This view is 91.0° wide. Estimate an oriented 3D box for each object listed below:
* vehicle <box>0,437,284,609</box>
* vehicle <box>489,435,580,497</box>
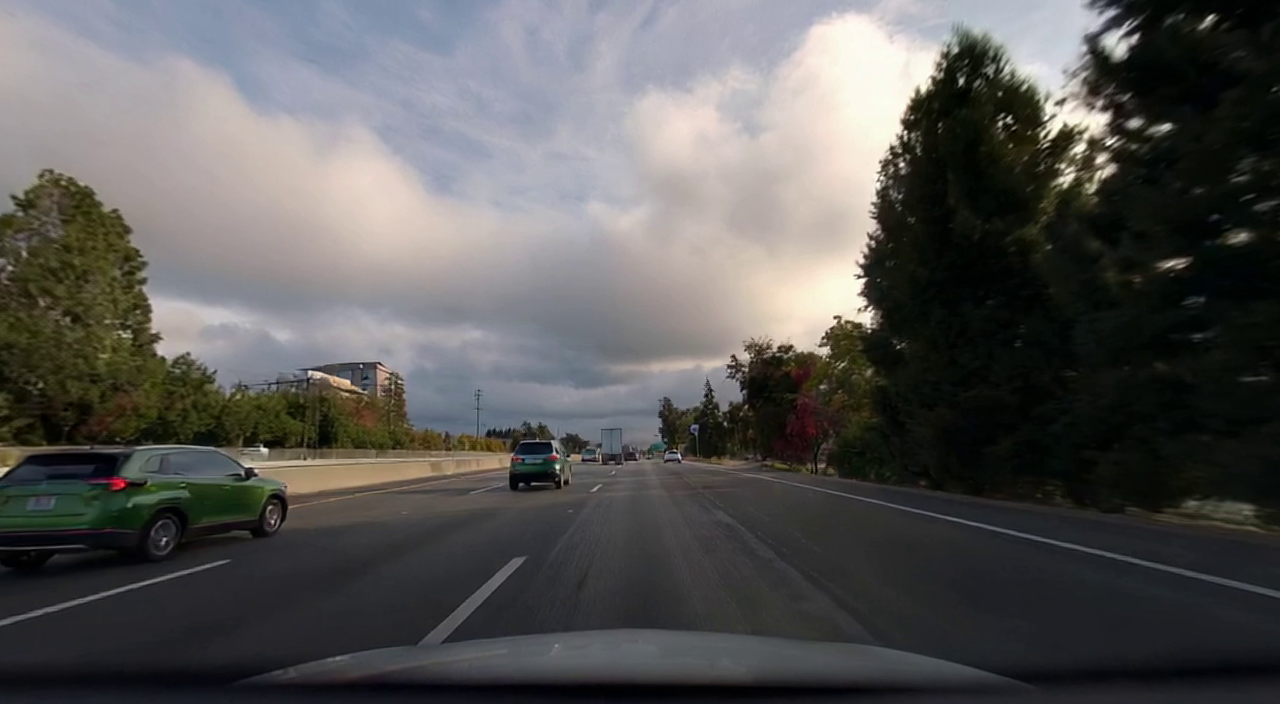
[{"bbox_3d":[-6.651,1.848,7.798,1.969,1.520,4.190,0,-9,1],"label":"vehicle"},{"bbox_3d":[-3.219,3.600,20.203,2.111,1.742,4.315,0,-9,1],"label":"vehicle"}]
